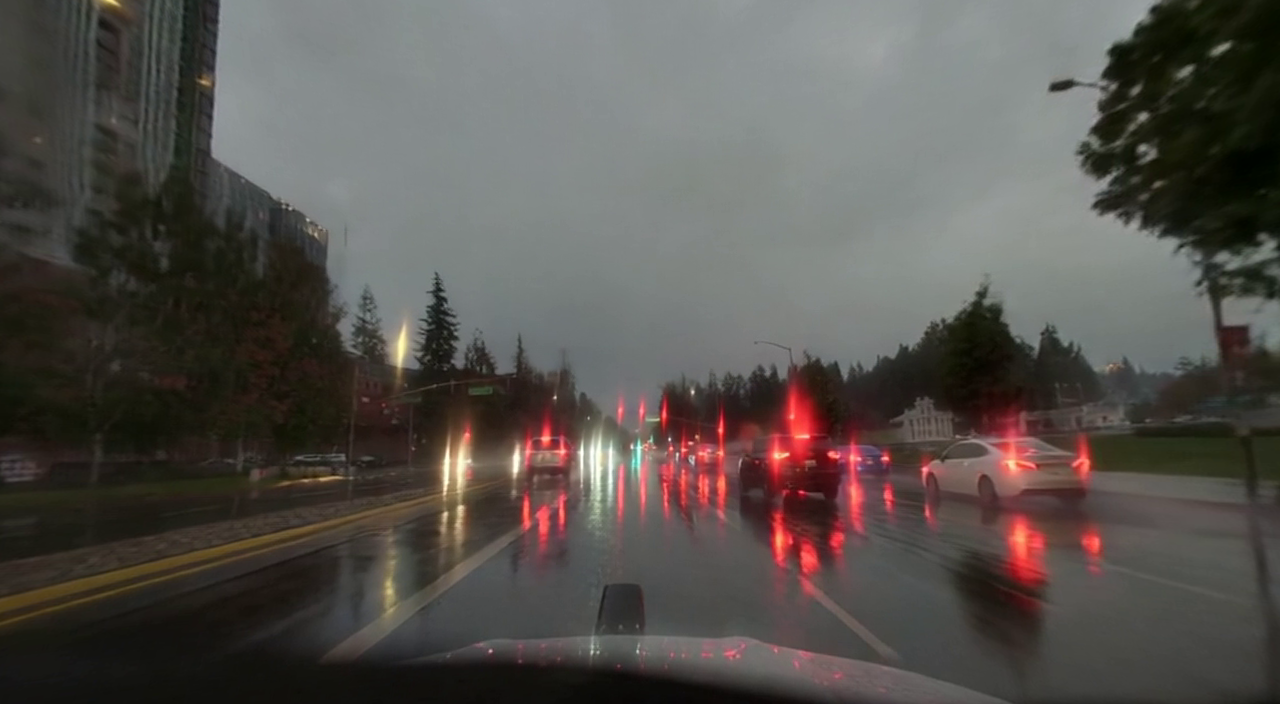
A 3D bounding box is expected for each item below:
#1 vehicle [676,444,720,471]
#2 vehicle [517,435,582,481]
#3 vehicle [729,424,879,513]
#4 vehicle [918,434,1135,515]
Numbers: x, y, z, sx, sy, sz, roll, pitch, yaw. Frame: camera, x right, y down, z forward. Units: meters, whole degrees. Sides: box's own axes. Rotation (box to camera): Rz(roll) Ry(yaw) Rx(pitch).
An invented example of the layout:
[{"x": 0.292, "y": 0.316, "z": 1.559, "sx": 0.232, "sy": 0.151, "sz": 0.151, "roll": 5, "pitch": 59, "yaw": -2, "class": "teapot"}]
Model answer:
[{"x": 3.330, "y": 6.147, "z": 37.137, "sx": 2.054, "sy": 1.473, "sz": 4.511, "roll": 0, "pitch": -8, "yaw": -2, "class": "vehicle"}, {"x": -3.741, "y": 4.472, "z": 26.883, "sx": 2.155, "sy": 1.797, "sz": 3.989, "roll": -1, "pitch": -8, "yaw": 0, "class": "vehicle"}, {"x": 3.603, "y": 2.679, "z": 14.989, "sx": 2.152, "sy": 1.742, "sz": 4.704, "roll": 0, "pitch": -8, "yaw": -2, "class": "vehicle"}, {"x": 8.429, "y": 2.695, "z": 14.461, "sx": 1.944, "sy": 1.503, "sz": 4.723, "roll": 0, "pitch": -8, "yaw": 0, "class": "vehicle"}]
